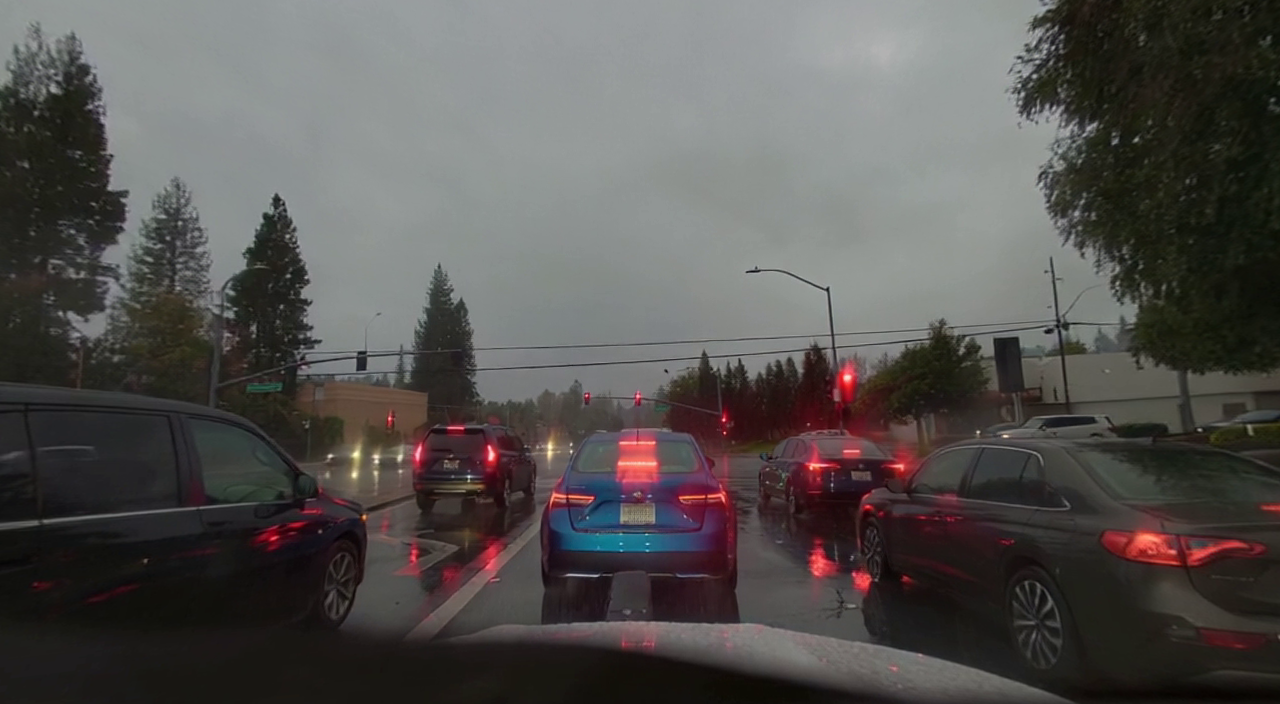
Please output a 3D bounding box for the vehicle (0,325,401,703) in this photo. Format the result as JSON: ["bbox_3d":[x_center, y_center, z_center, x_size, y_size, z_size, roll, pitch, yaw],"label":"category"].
[{"bbox_3d":[-3.117,0.956,3.295,1.982,1.721,4.261,0,-8,1],"label":"vehicle"}]

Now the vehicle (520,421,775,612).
[{"bbox_3d":[0.023,1.601,7.049,2.021,1.490,3.948,0,-8,-1],"label":"vehicle"}]

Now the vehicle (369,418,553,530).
[{"bbox_3d":[-3.184,2.301,12.446,2.117,1.772,4.619,0,-8,2],"label":"vehicle"}]

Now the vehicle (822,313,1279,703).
[{"bbox_3d":[3.220,1.101,4.729,2.141,1.833,4.704,0,-8,-2],"label":"vehicle"}]
